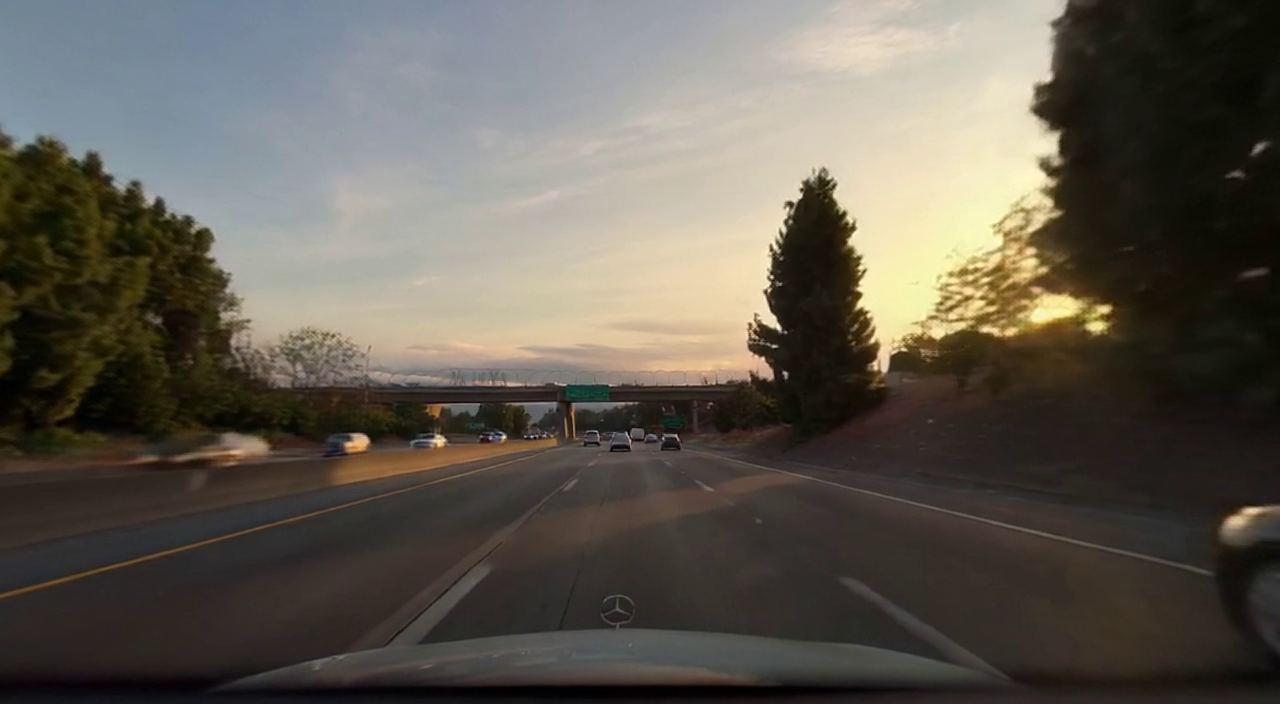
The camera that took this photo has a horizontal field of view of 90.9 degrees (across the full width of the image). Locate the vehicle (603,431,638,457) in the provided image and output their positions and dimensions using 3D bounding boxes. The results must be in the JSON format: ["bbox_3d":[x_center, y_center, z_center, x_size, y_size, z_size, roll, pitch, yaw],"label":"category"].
[{"bbox_3d":[-1.174,5.516,37.983,1.987,1.440,3.565,0,-8,-2],"label":"vehicle"}]

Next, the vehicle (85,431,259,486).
[{"bbox_3d":[-13.737,3.125,18.938,1.847,1.443,4.446,0,-8,-1],"label":"vehicle"}]

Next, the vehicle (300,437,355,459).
[{"bbox_3d":[-21.825,6.709,44.213,1.765,1.443,4.424,0,-8,-2],"label":"vehicle"}]
